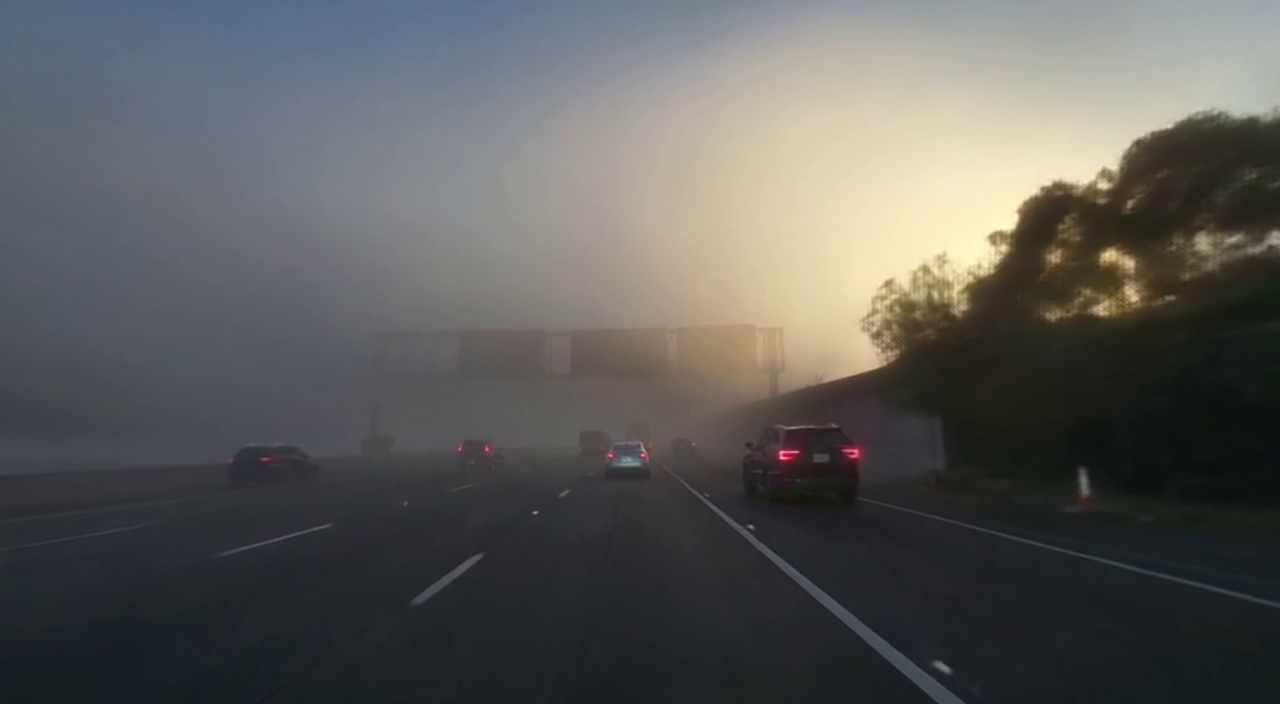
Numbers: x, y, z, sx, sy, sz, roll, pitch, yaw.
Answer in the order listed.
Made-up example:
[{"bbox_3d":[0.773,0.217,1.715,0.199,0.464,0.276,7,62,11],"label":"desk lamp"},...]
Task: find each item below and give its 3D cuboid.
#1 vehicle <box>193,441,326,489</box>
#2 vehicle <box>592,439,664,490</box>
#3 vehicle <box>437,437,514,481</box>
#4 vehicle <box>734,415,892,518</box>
[{"bbox_3d":[-14.448,4.288,24.393,2.055,1.628,4.898,0,-8,1],"label":"vehicle"},{"bbox_3d":[-0.343,3.542,20.216,2.042,1.446,4.269,0,-8,0],"label":"vehicle"},{"bbox_3d":[-6.794,4.464,26.544,2.060,1.669,4.242,0,-8,0],"label":"vehicle"},{"bbox_3d":[3.351,2.315,13.204,2.001,1.771,4.250,0,-8,-1],"label":"vehicle"}]
